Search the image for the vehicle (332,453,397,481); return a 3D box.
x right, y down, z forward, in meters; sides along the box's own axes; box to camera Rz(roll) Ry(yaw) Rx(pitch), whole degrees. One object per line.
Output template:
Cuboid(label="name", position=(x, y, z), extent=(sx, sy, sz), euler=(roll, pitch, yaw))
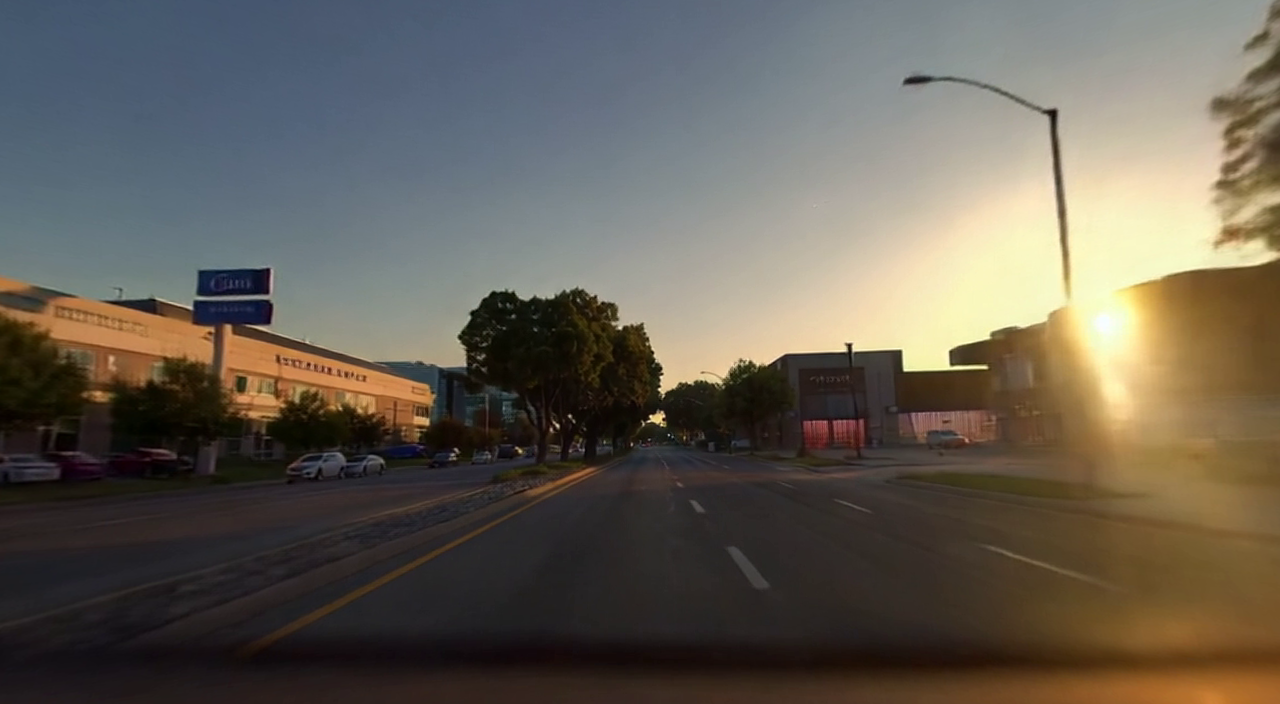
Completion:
Cuboid(label="vehicle", position=(-18.770, 7.808, 43.009), extent=(1.959, 1.535, 5.081), euler=(0, -7, 3))

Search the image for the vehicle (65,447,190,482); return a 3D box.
Cuboid(label="vehicle", position=(-27.000, 5.924, 33.227), extent=(4.472, 1.717, 2.392), euler=(0, -8, -2))

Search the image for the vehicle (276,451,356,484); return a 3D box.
Cuboid(label="vehicle", position=(-19.079, 6.808, 37.275), extent=(2.029, 1.785, 4.694), euler=(0, -8, 3))

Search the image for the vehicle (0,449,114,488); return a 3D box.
Cuboid(label="vehicle", position=(-27.158, 5.219, 28.358), extent=(4.724, 1.634, 2.314), euler=(0, -8, 1))
